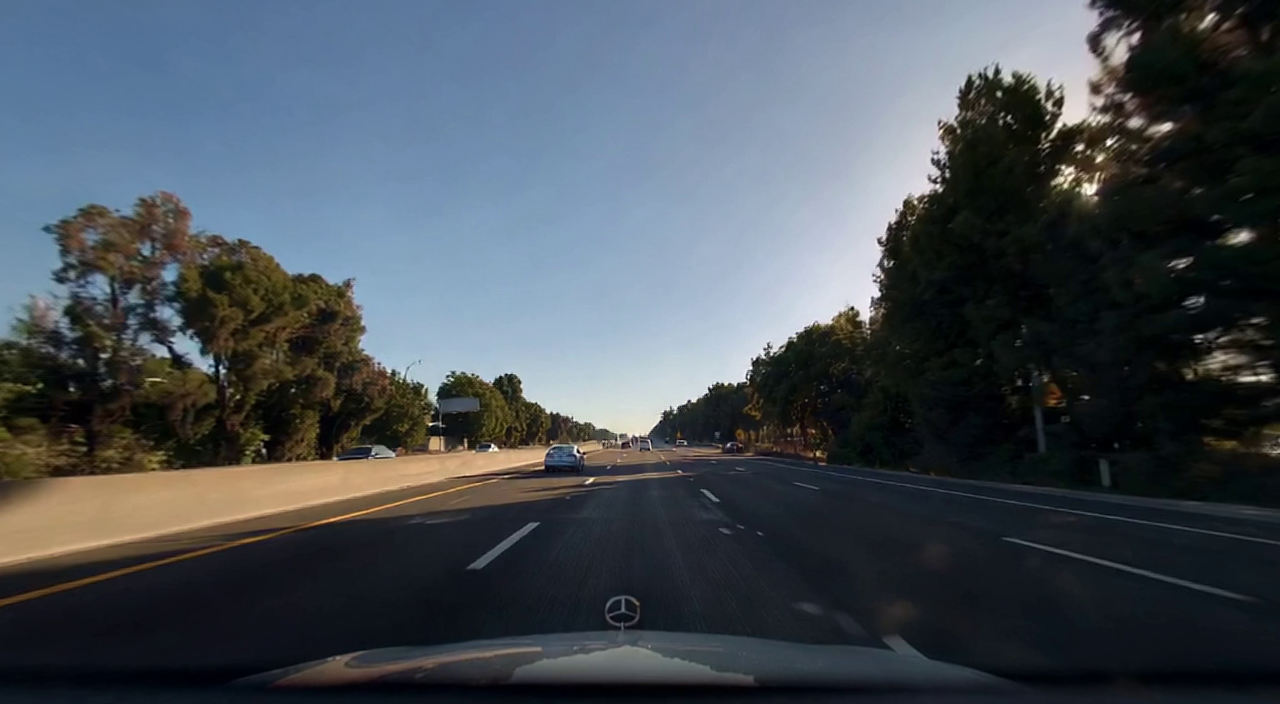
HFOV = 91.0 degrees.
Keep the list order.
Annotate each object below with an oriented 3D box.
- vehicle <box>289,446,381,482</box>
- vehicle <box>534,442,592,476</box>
[{"bbox_3d":[-14.424,5.302,30.140,1.921,1.555,4.876,0,-9,1],"label":"vehicle"},{"bbox_3d":[-3.638,5.169,30.603,2.162,1.493,4.583,0,-9,1],"label":"vehicle"}]
